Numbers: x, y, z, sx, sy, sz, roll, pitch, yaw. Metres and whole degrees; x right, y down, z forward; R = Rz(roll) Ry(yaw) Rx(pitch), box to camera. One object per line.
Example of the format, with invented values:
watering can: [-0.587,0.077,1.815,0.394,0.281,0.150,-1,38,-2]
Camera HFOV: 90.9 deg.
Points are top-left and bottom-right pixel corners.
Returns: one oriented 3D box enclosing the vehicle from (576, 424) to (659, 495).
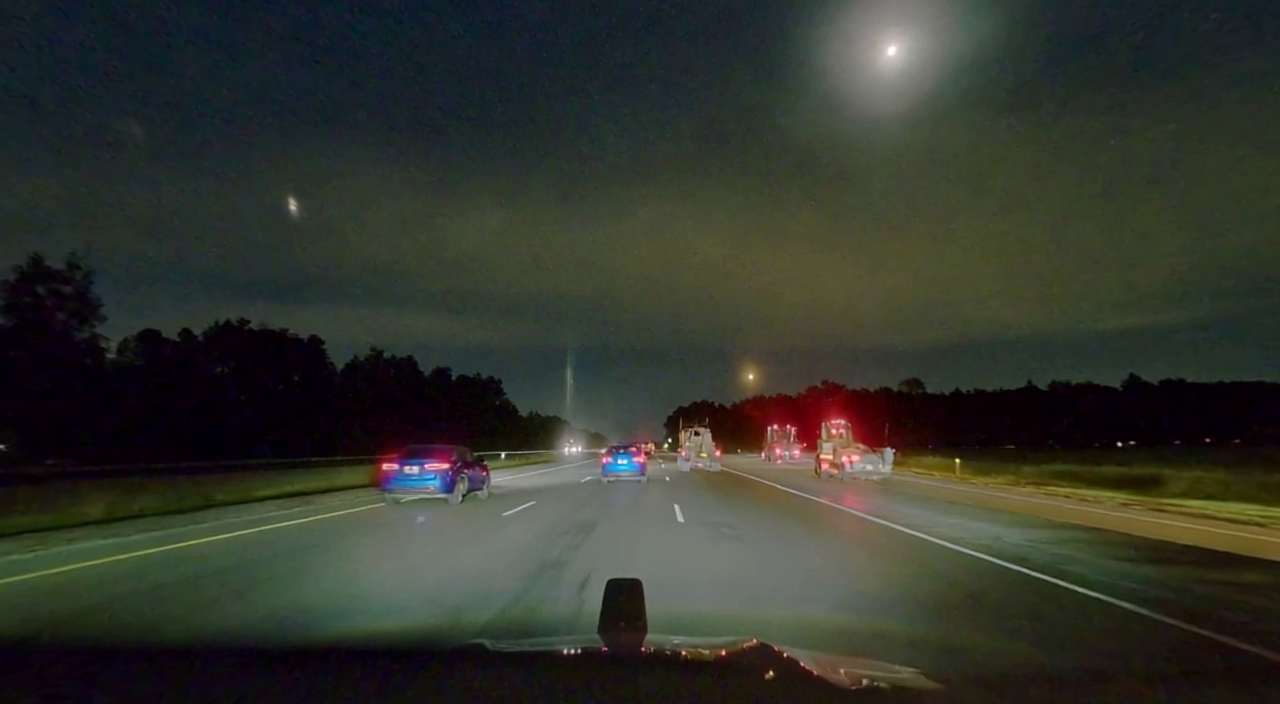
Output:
vehicle: [-0.582,3.412,20.299,2.308,1.993,4.631,0,-8,2]

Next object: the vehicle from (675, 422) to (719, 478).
vehicle: [4.198,7.503,48.643,2.793,3.828,9.580,0,-8,2]

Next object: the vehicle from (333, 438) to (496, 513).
vehicle: [-5.008,2.792,14.819,2.096,1.469,4.319,0,-8,2]
